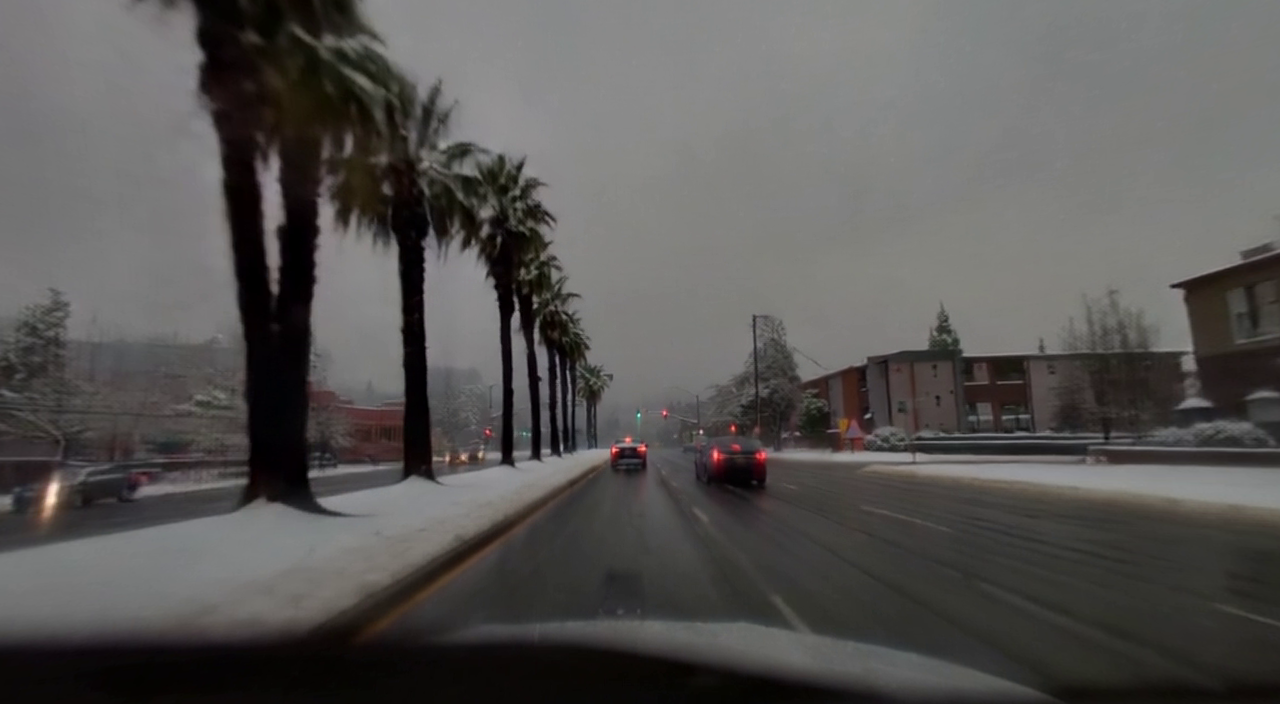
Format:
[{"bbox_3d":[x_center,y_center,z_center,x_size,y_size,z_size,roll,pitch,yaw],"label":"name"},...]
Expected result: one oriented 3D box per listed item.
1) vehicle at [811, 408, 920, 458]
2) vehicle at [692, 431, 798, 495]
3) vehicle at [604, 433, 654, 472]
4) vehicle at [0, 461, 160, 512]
[{"bbox_3d":[17.334,6.312,48.718,7.270,3.743,2.677,1,-9,-4],"label":"vehicle"},{"bbox_3d":[2.867,3.182,18.424,2.195,1.590,4.668,0,-9,-1],"label":"vehicle"},{"bbox_3d":[-0.538,4.944,31.104,2.277,1.816,4.192,0,-8,-1],"label":"vehicle"},{"bbox_3d":[-19.363,4.566,21.817,1.847,1.466,4.530,0,-8,-1],"label":"vehicle"}]
